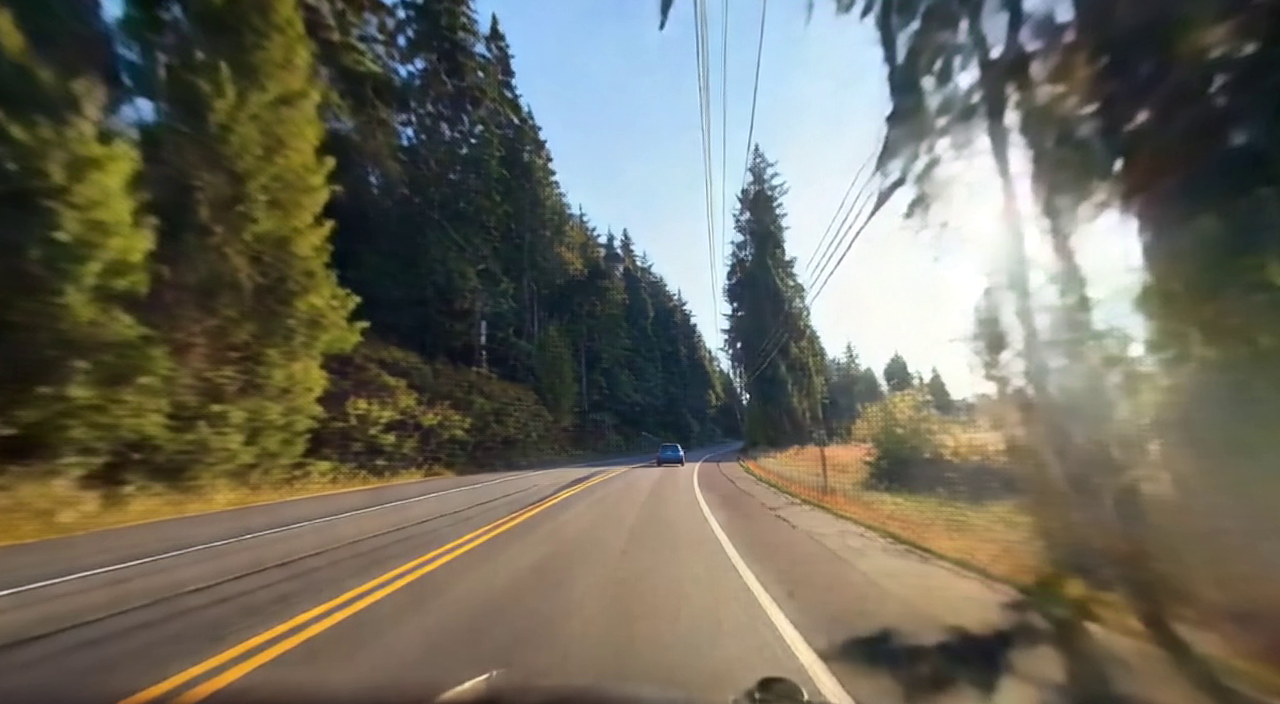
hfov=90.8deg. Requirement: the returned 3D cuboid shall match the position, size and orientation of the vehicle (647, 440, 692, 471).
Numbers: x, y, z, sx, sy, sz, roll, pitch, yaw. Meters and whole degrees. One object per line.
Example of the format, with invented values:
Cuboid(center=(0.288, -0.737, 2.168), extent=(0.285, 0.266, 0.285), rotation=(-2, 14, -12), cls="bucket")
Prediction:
Cuboid(center=(1.584, 5.312, 32.609), extent=(2.059, 1.524, 3.963), rotation=(-1, -8, 6), cls="vehicle")
